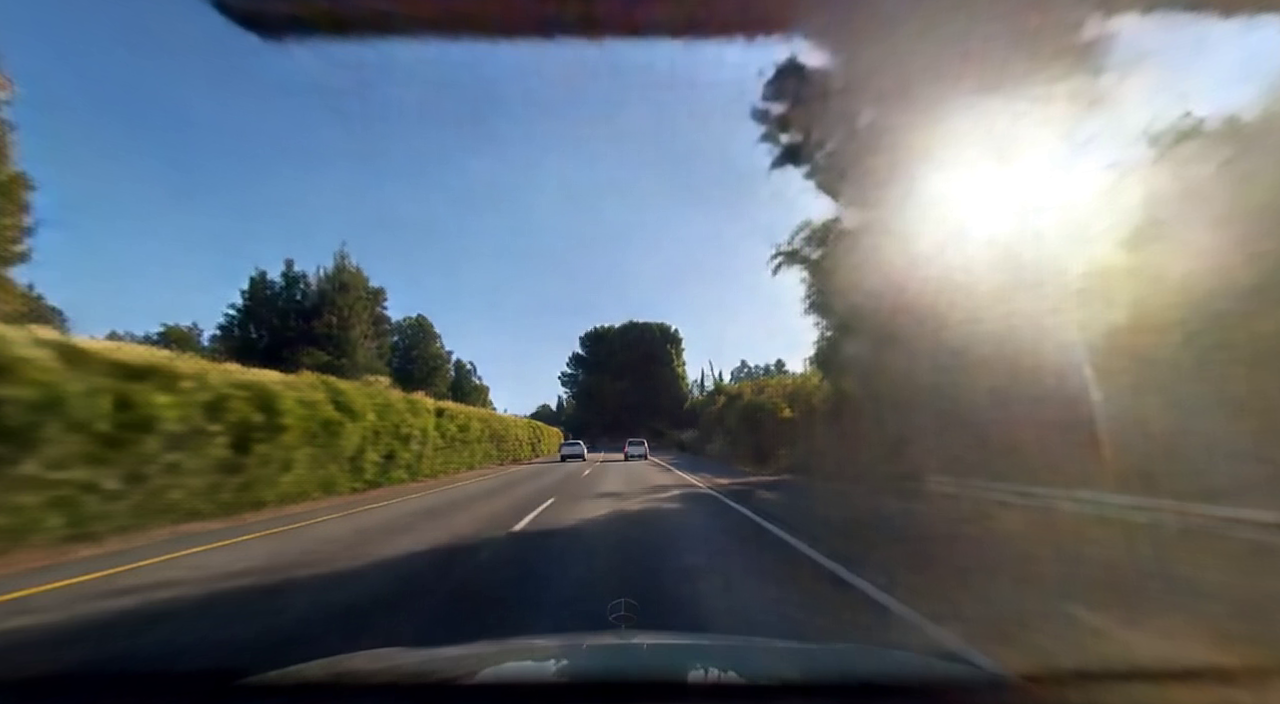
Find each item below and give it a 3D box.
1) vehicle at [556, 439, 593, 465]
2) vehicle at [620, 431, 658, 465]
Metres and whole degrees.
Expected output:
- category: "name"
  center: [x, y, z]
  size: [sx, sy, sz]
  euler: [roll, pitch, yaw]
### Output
- category: "vehicle"
  center: [-4.202, 6.498, 41.204]
  size: [2.062, 1.567, 4.117]
  euler: [0, -8, -1]
- category: "vehicle"
  center: [-0.111, 5.952, 39.286]
  size: [2.223, 1.957, 4.416]
  euler: [0, -8, -2]
